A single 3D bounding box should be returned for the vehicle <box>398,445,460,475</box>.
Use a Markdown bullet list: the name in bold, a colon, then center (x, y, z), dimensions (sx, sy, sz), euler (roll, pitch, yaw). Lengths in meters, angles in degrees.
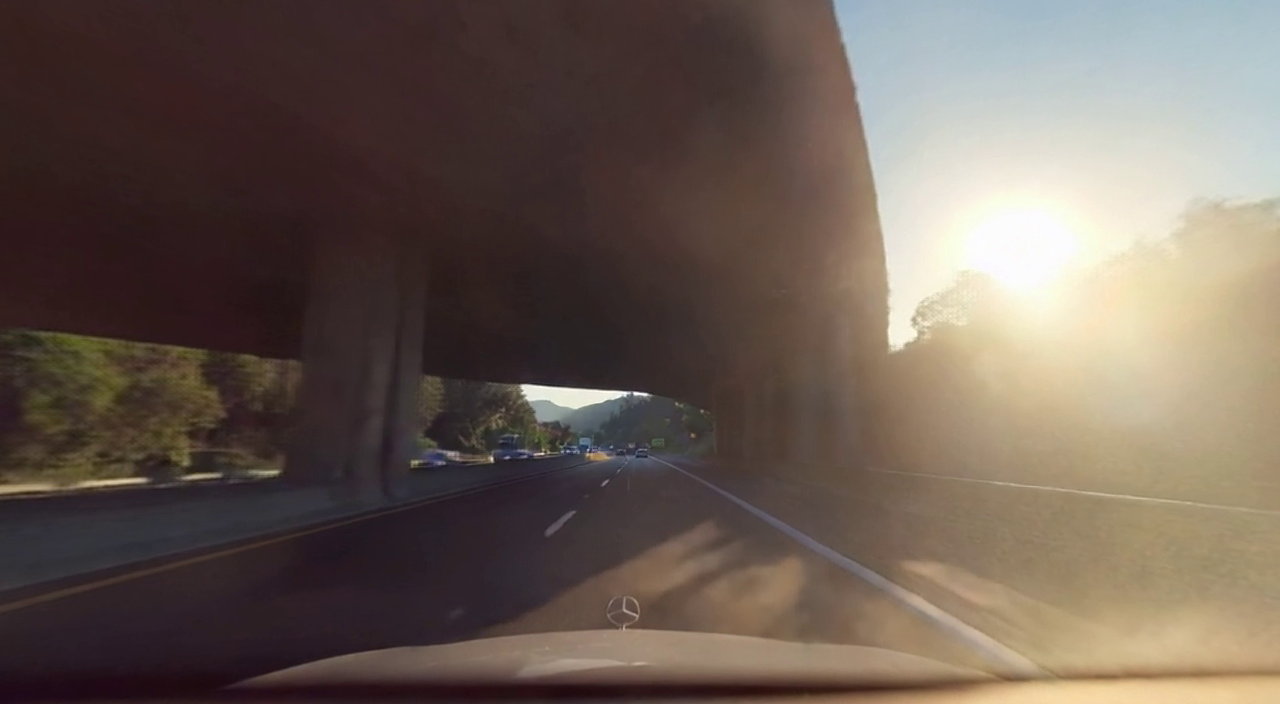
- **vehicle**: center (-11.721, 6.009, 35.297), dimensions (1.875, 1.503, 4.582), euler (0, -9, 0)
